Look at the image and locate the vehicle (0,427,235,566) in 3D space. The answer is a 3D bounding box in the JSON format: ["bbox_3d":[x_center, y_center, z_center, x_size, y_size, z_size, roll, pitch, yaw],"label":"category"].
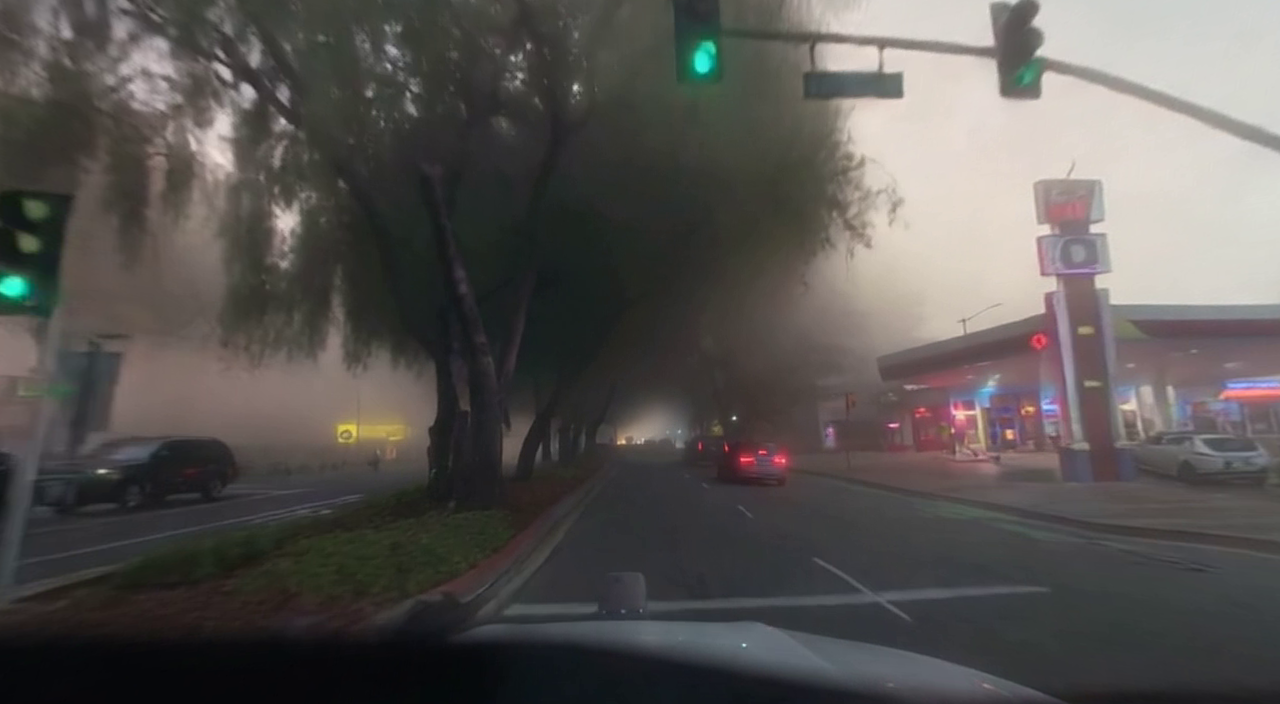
[{"bbox_3d":[-8.317,1.790,8.228,2.842,1.476,4.980,-3,-7,-1],"label":"vehicle"}]

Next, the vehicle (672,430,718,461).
[{"bbox_3d":[3.709,6.441,43.527,2.611,1.983,5.165,0,-8,-1],"label":"vehicle"}]

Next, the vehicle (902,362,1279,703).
[{"bbox_3d":[3.775,1.089,4.225,1.875,1.665,4.931,0,-8,0],"label":"vehicle"}]

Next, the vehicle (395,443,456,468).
[{"bbox_3d":[-14.190,6.843,42.098,2.031,1.539,5.646,0,-8,0],"label":"vehicle"}]

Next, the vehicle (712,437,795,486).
[{"bbox_3d":[3.623,3.564,20.875,1.871,1.442,4.122,0,-8,-1],"label":"vehicle"}]
